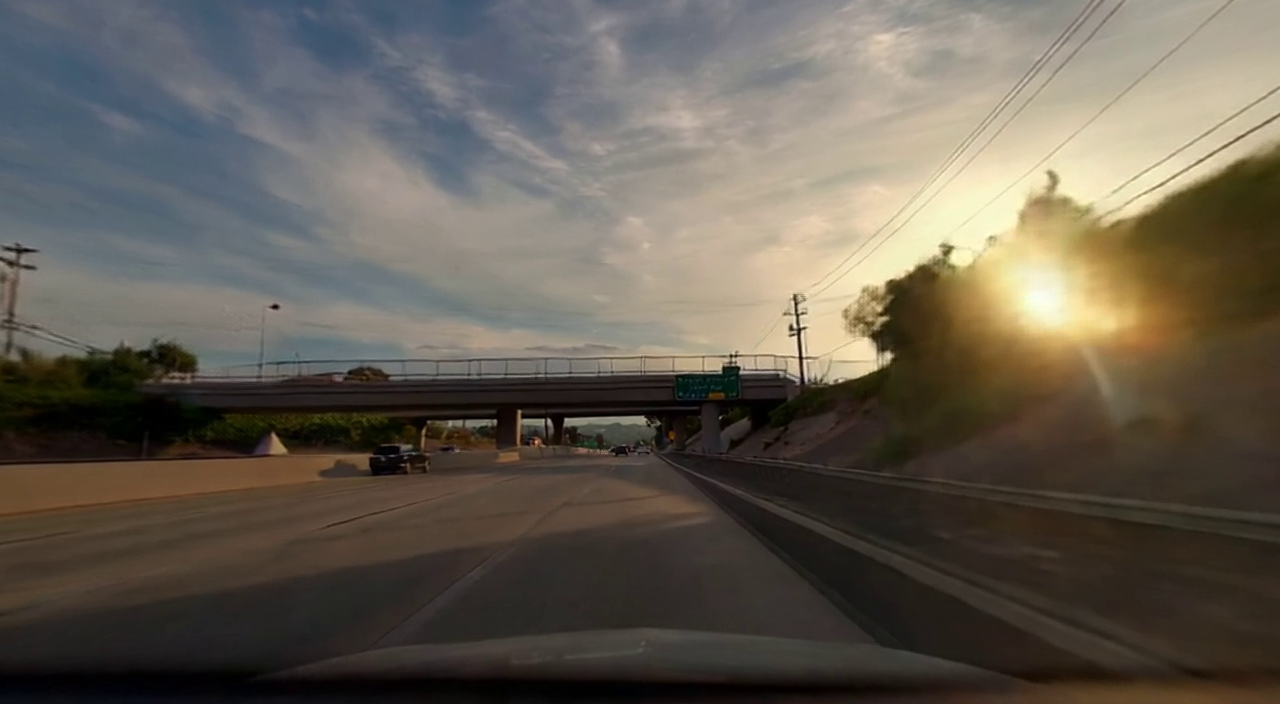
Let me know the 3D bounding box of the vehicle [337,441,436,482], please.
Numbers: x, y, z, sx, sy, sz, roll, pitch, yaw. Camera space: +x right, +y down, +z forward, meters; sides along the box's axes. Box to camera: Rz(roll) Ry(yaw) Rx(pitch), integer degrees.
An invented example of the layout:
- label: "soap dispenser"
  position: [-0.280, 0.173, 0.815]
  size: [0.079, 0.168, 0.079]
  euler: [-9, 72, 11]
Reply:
- label: "vehicle"
  position: [-10.094, 4.368, 25.546]
  size: [2.056, 1.476, 4.562]
  euler: [0, -8, 1]
